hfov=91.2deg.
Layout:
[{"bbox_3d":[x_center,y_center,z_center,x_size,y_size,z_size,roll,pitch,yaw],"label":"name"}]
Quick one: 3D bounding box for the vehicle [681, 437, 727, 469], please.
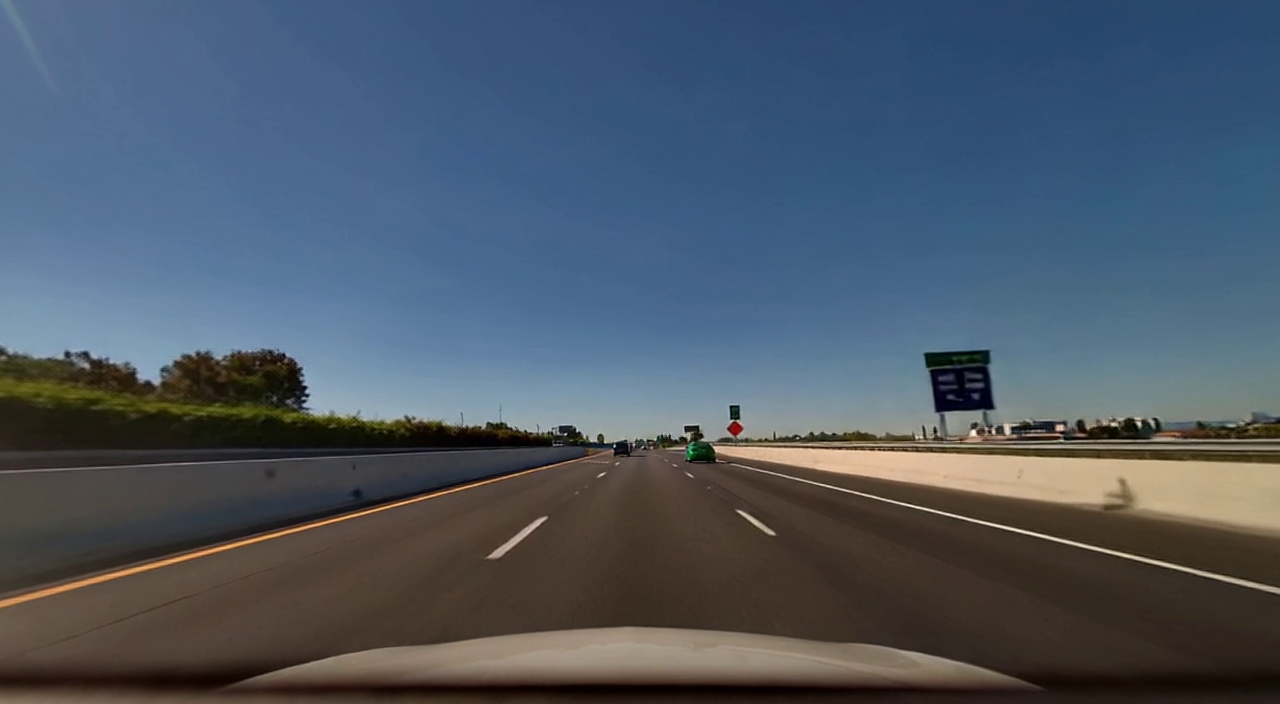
[{"bbox_3d":[3.567,5.756,35.984,2.202,1.682,4.188,0,-8,0],"label":"vehicle"}]
